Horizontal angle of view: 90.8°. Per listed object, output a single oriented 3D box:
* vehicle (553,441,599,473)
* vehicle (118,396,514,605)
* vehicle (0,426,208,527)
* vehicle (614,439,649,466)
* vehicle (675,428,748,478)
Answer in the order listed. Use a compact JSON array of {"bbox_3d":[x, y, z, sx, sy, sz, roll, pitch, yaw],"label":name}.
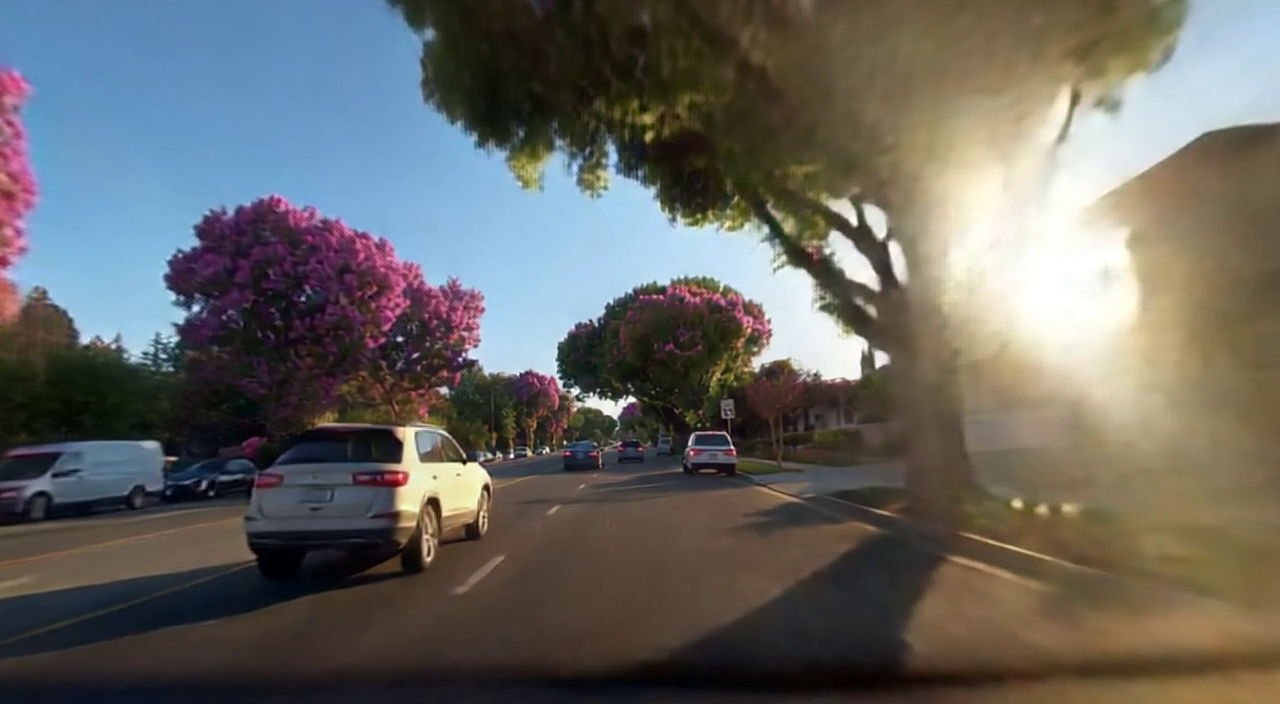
[{"bbox_3d":[-3.439,5.739,34.705,2.167,1.634,4.220,0,-9,-1],"label":"vehicle"},{"bbox_3d":[-3.238,1.631,7.912,2.257,1.751,5.028,0,-9,0],"label":"vehicle"},{"bbox_3d":[-16.336,3.549,18.917,2.474,2.431,6.256,-6,-7,0],"label":"vehicle"},{"bbox_3d":[-0.590,7.162,45.170,2.376,1.801,4.317,0,-9,-1],"label":"vehicle"},{"bbox_3d":[3.110,4.590,28.858,2.653,2.058,5.096,0,-9,-1],"label":"vehicle"}]
